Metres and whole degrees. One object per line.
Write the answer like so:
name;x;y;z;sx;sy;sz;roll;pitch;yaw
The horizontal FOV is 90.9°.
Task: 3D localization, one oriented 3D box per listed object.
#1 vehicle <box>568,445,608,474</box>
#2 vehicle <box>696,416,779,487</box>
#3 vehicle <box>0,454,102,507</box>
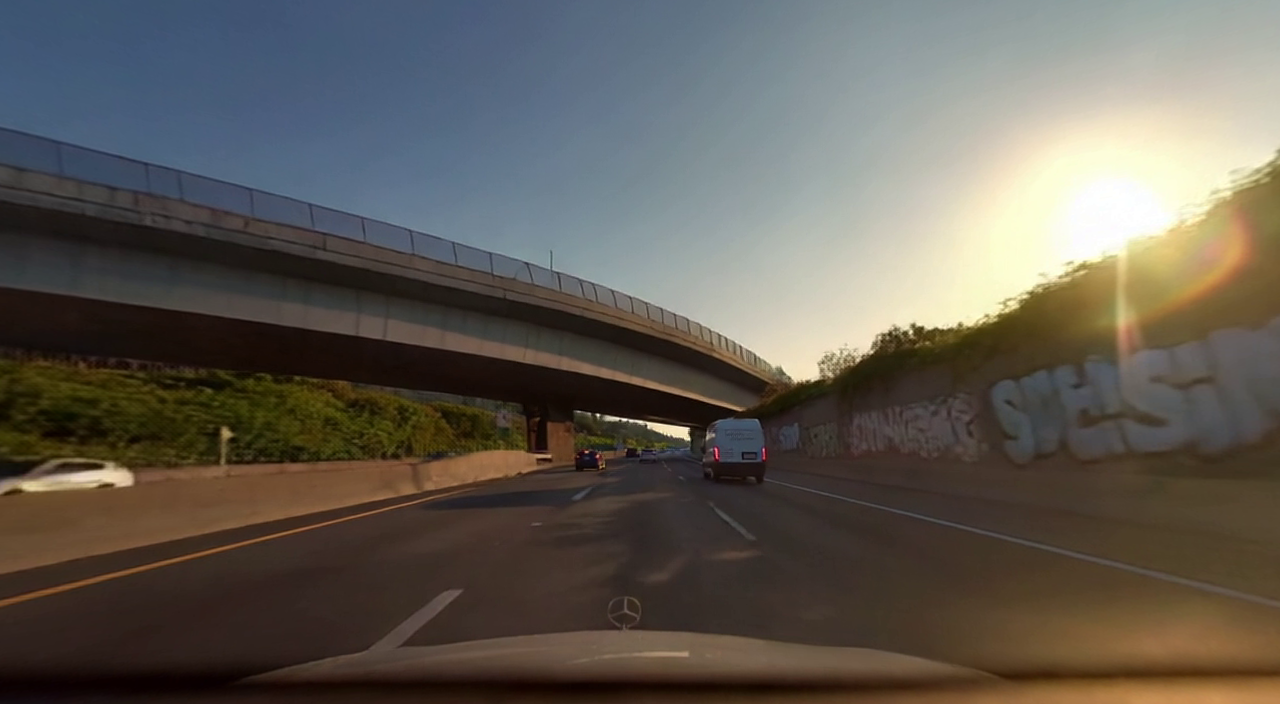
vehicle;-3.077;6.448;37.863;1.964;1.618;4.489;0;-9;1
vehicle;3.849;4.119;26.170;2.469;2.591;5.653;0;-9;-1
vehicle;-19.617;3.913;19.292;1.952;1.509;4.840;0;-9;1
